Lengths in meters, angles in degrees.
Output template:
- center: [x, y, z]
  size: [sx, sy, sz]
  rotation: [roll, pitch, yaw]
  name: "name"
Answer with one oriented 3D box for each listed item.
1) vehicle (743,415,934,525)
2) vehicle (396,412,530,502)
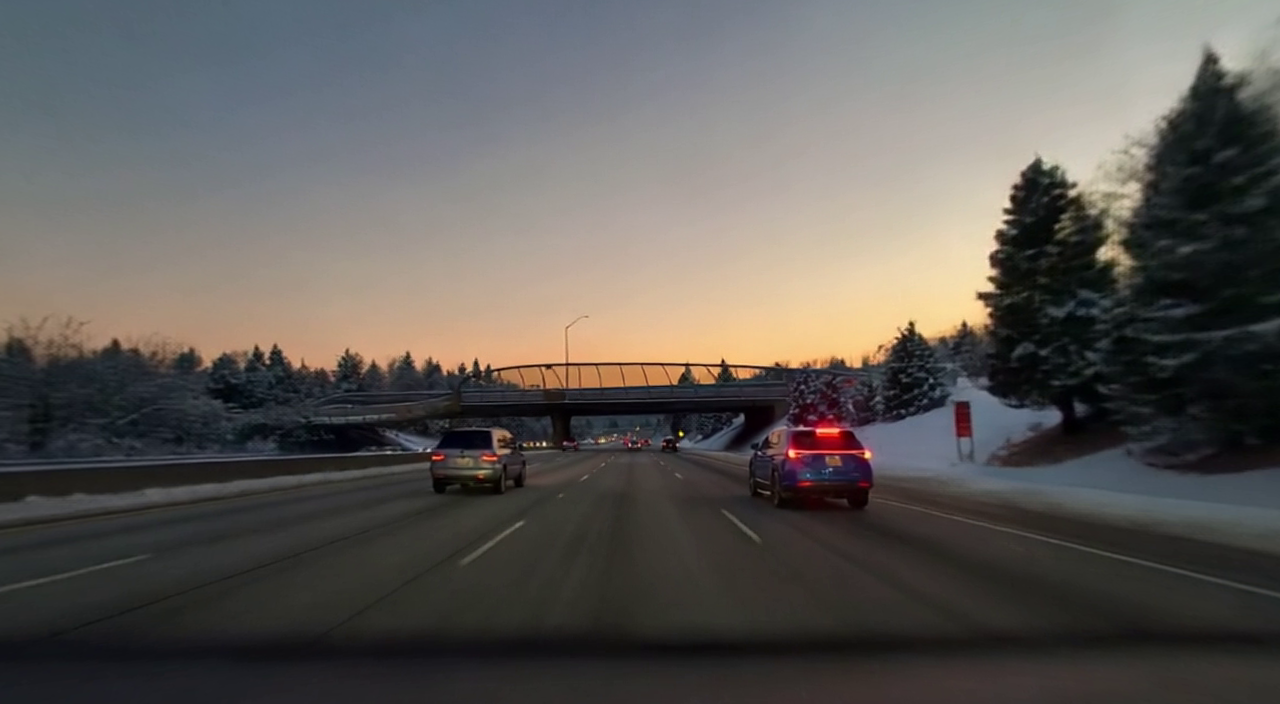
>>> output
- center: [3.555, 2.222, 12.426]
  size: [2.185, 1.749, 4.477]
  rotation: [0, -8, -2]
  name: "vehicle"
- center: [-4.176, 2.573, 15.809]
  size: [2.018, 1.872, 4.728]
  rotation: [0, -8, -1]
  name: "vehicle"
